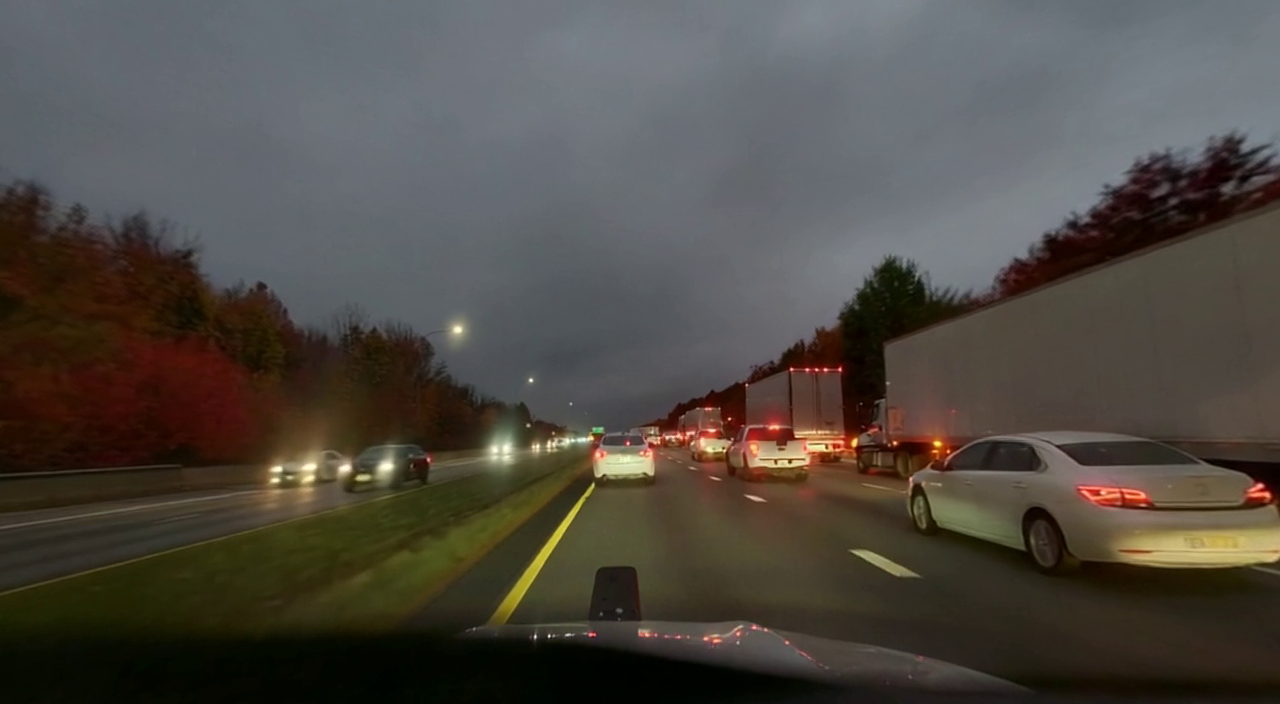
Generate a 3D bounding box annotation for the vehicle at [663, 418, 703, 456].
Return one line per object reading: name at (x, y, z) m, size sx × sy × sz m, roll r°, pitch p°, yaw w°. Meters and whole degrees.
vehicle at (3.137, 6.331, 46.958) m, size 2.395 × 2.656 × 6.037 m, roll 0°, pitch -8°, yaw -2°

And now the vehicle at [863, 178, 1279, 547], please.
vehicle at (8.434, 0.817, 12.191) m, size 2.867 × 4.066 × 13.802 m, roll 0°, pitch -8°, yaw -1°

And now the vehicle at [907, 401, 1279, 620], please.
vehicle at (4.726, 1.390, 6.529) m, size 2.040 × 1.523 × 4.068 m, roll 0°, pitch -8°, yaw -1°

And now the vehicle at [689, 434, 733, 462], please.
vehicle at (3.846, 5.246, 34.568) m, size 1.865 × 1.471 × 3.916 m, roll 0°, pitch -8°, yaw -2°

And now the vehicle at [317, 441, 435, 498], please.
vehicle at (-8.069, 3.584, 19.698) m, size 1.921 × 1.533 × 4.091 m, roll 0°, pitch -8°, yaw 0°

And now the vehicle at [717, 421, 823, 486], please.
vehicle at (3.662, 2.931, 18.526) m, size 2.147 × 1.707 × 3.963 m, roll 0°, pitch -8°, yaw -2°

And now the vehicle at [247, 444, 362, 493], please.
vehicle at (-12.158, 4.217, 23.154) m, size 1.962 × 1.575 × 4.204 m, roll 0°, pitch -8°, yaw -1°

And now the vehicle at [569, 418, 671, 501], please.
vehicle at (-0.443, 2.520, 15.253) m, size 2.087 × 1.709 × 4.455 m, roll 0°, pitch -8°, yaw -1°
